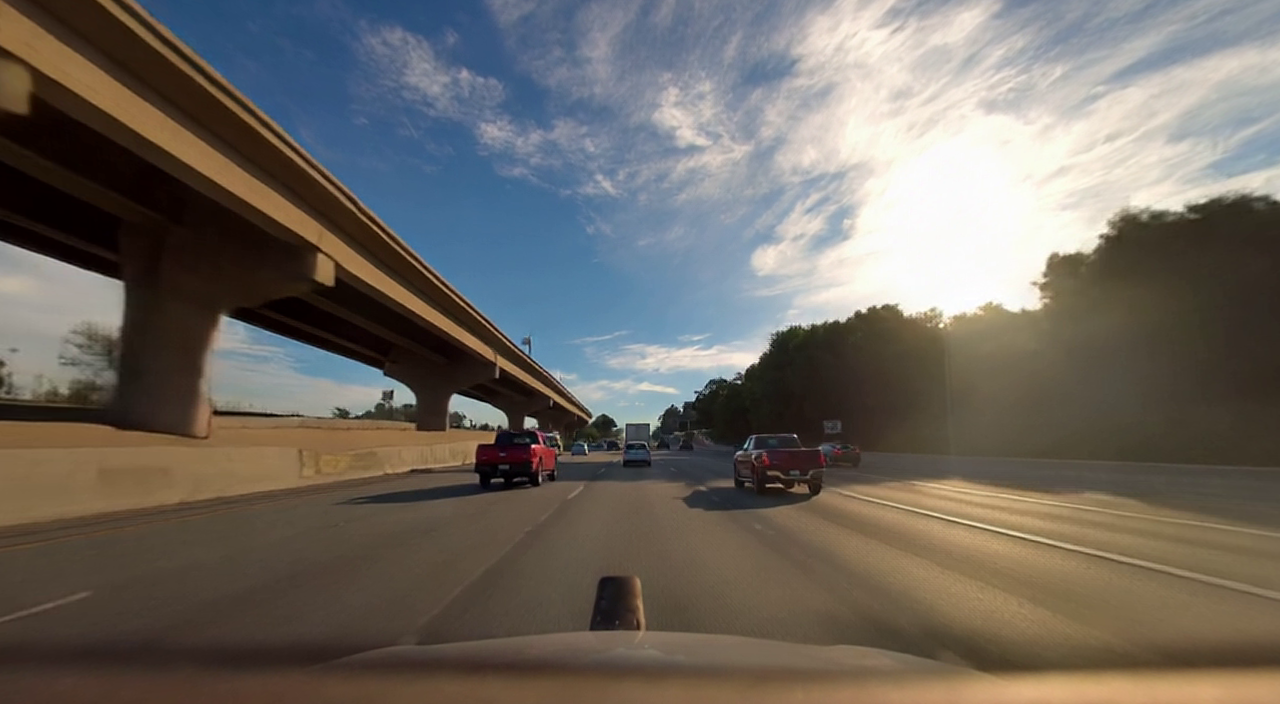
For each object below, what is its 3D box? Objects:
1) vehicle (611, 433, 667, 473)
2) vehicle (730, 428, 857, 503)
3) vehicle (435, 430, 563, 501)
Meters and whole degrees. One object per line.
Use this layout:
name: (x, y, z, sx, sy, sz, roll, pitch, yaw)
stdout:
vehicle: (-0.054, 5.135, 32.239, 2.572, 1.837, 5.693, 0, -9, 0)
vehicle: (3.722, 2.844, 16.174, 2.119, 1.653, 4.000, 0, -9, -2)
vehicle: (-3.767, 3.164, 18.026, 2.535, 1.715, 5.030, 0, -9, -1)
